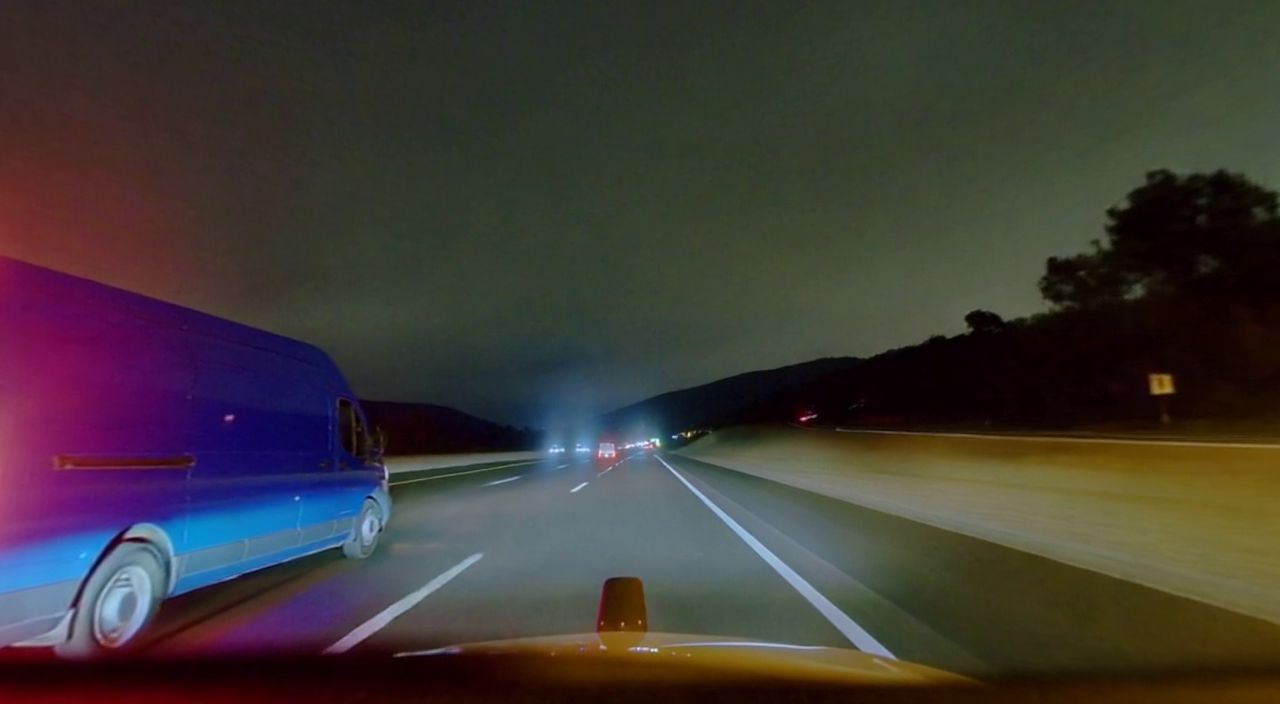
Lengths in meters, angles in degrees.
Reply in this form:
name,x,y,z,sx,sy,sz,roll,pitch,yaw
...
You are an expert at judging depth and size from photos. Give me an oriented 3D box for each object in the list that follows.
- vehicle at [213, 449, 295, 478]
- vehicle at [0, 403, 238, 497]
name,x,y,z,sx,sy,sz,roll,pitch,yaw
vehicle,-25.007,7.218,40.905,2.041,1.728,4.935,0,-8,2
vehicle,-30.035,5.546,35.955,2.908,4.172,16.531,0,-8,1
